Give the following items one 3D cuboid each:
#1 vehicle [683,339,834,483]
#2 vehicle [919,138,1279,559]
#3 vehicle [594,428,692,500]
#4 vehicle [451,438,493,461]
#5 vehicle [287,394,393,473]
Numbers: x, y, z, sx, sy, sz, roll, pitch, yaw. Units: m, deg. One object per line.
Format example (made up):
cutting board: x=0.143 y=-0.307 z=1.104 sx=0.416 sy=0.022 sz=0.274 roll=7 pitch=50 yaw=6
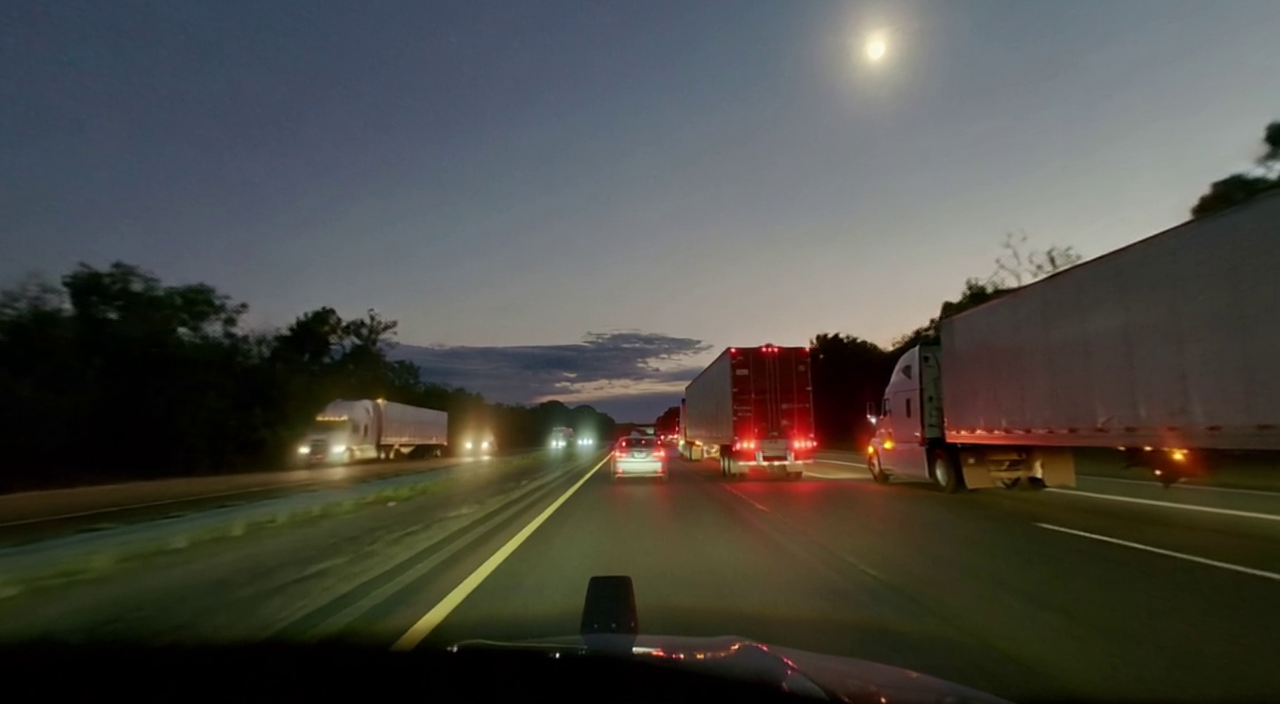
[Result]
vehicle: x=3.839 y=2.573 z=25.041 sx=2.888 sy=4.099 sz=14.183 roll=0 pitch=-7 yaw=-2
vehicle: x=8.153 y=0.059 z=7.284 sx=3.110 sy=4.308 sz=14.260 roll=0 pitch=-7 yaw=-1
vehicle: x=0.010 y=2.604 z=15.151 sx=2.038 sy=1.477 sz=3.773 roll=0 pitch=-7 yaw=-2
vehicle: x=-12.010 y=6.991 z=45.368 sx=1.940 sy=1.540 sz=3.989 roll=0 pitch=-7 yaw=0
vehicle: x=-16.653 y=4.587 z=35.565 sx=2.903 sy=4.010 sz=6.212 roll=0 pitch=-8 yaw=-1
